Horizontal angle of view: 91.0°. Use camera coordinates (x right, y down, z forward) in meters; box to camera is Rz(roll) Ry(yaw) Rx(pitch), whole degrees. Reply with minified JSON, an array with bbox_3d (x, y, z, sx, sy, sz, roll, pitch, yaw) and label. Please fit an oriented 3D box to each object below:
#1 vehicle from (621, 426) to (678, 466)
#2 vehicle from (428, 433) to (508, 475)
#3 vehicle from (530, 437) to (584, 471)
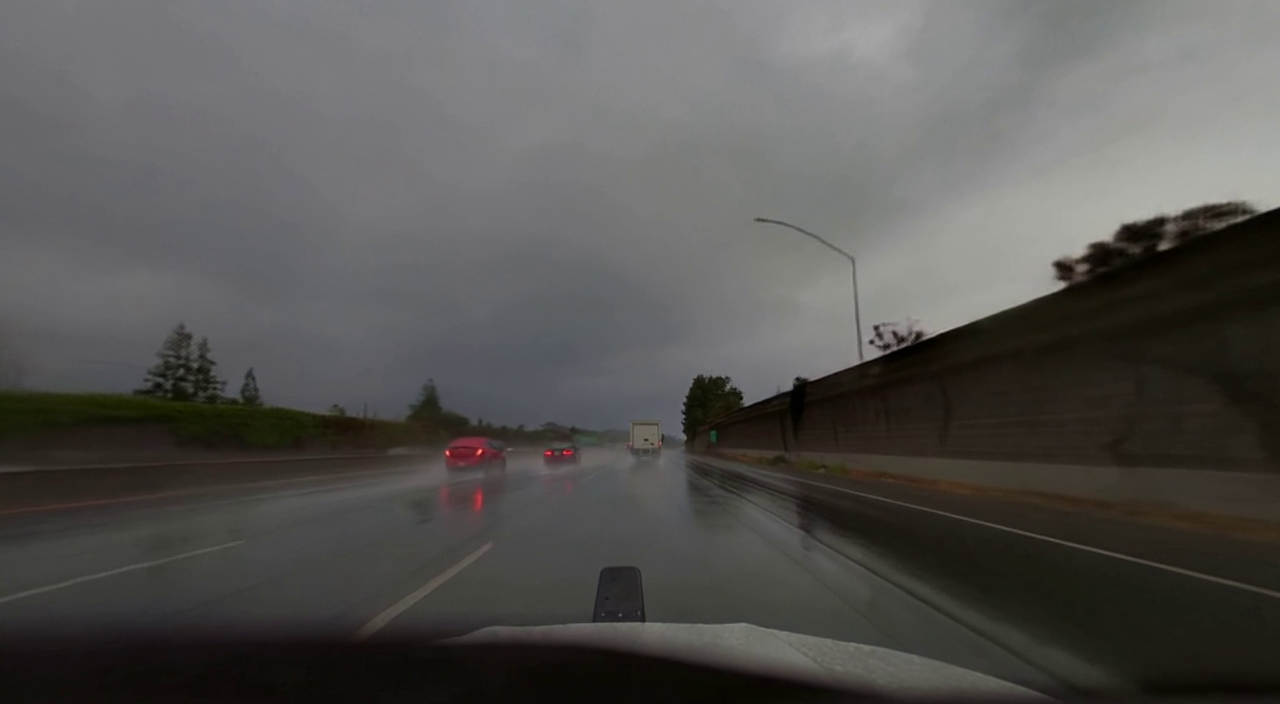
[{"bbox_3d":[0.479,5.102,34.149,2.856,1.994,4.931,0,-8,0],"label":"vehicle"},{"bbox_3d":[-7.449,4.480,27.844,2.189,1.673,4.699,0,-8,0],"label":"vehicle"},{"bbox_3d":[-4.003,4.985,31.014,2.000,1.512,4.371,0,-8,1],"label":"vehicle"}]
